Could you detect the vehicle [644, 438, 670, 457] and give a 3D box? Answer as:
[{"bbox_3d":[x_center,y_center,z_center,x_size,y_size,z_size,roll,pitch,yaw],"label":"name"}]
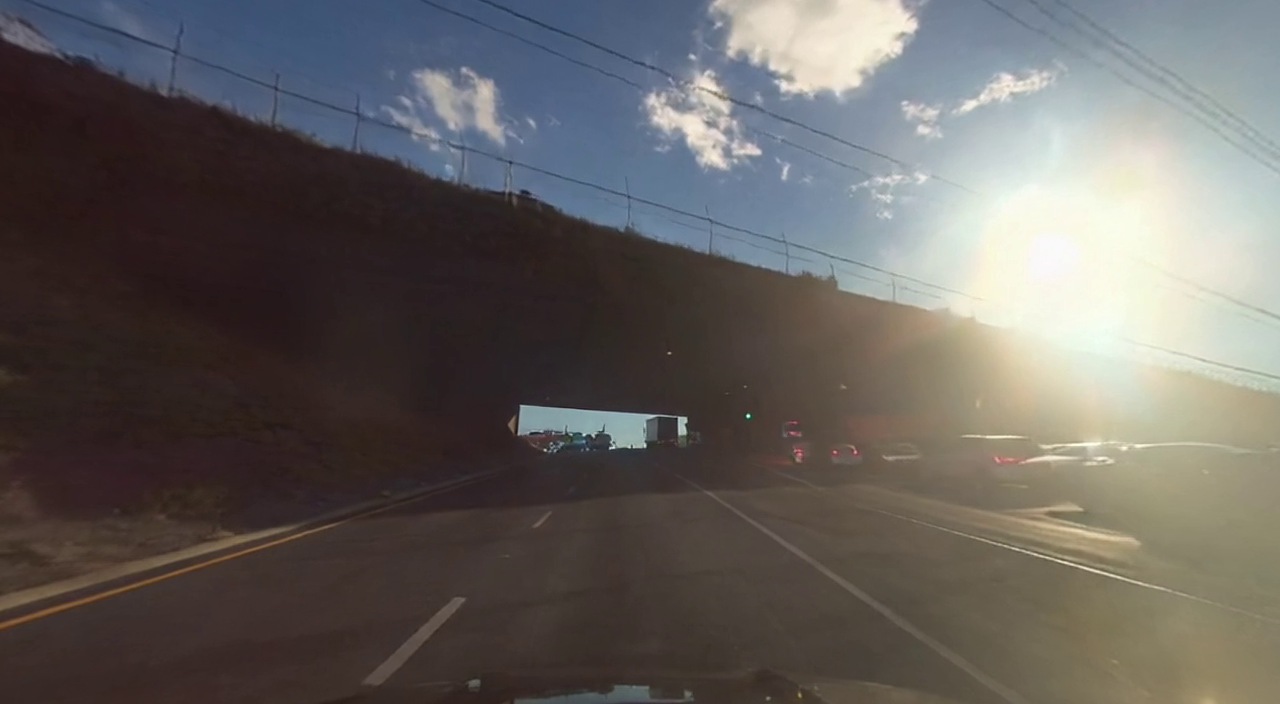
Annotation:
[{"bbox_3d":[1.391,7.547,49.845,1.947,1.475,3.962,-1,-8,3],"label":"vehicle"}]
